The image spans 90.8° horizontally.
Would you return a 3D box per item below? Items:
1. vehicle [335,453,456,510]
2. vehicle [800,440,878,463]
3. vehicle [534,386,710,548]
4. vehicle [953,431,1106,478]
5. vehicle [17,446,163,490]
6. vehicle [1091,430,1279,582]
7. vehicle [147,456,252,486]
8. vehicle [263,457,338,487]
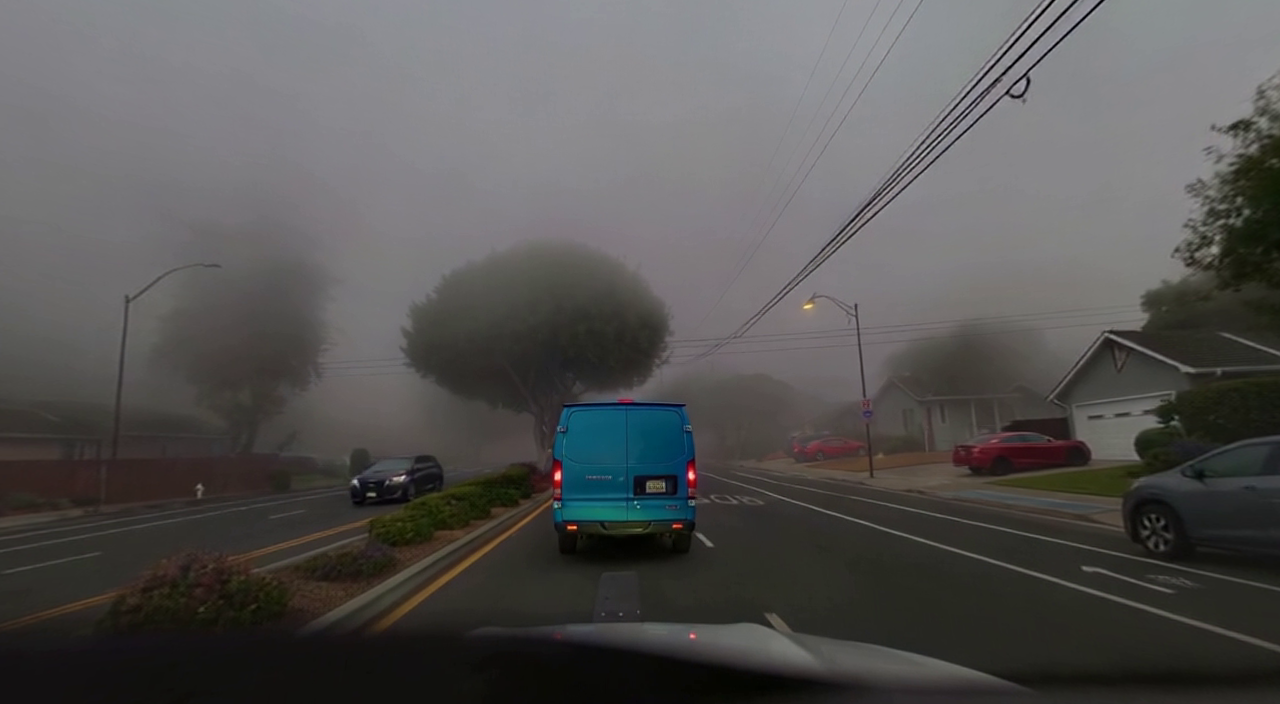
[{"bbox_3d":[-7.397,3.930,19.659,1.962,1.481,4.434,0,-9,0],"label":"vehicle"},{"bbox_3d":[13.086,6.580,41.732,4.483,1.463,1.805,0,-9,-1],"label":"vehicle"},{"bbox_3d":[-0.369,1.896,10.965,2.342,2.142,4.809,0,-9,-3],"label":"vehicle"},{"bbox_3d":[13.125,3.466,21.472,3.916,1.517,1.887,0,-9,-2],"label":"vehicle"},{"bbox_3d":[-26.946,5.679,31.113,5.026,2.017,2.215,0,-9,-1],"label":"vehicle"},{"bbox_3d":[7.328,1.586,6.660,1.883,1.504,4.220,0,-9,-2],"label":"vehicle"},{"bbox_3d":[-27.470,7.396,39.502,4.972,1.776,2.057,0,-9,-1],"label":"vehicle"},{"bbox_3d":[-18.479,6.540,34.567,1.816,1.445,4.120,0,-9,0],"label":"vehicle"}]
